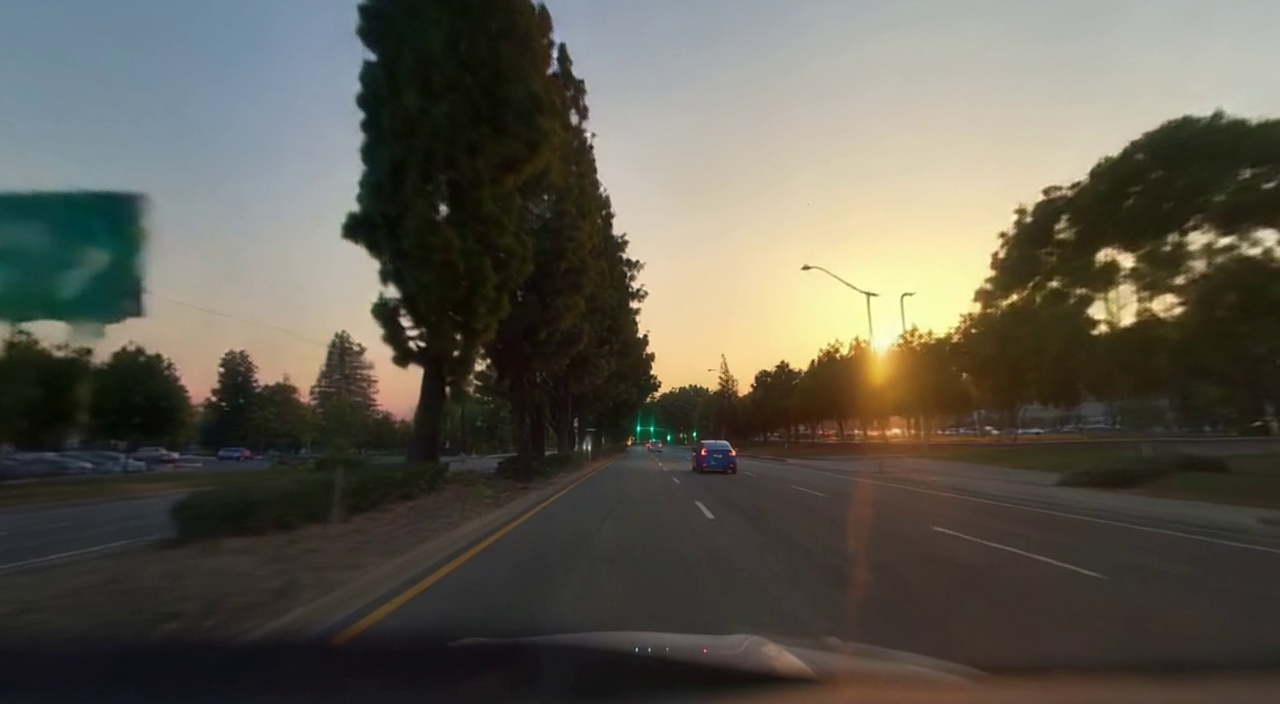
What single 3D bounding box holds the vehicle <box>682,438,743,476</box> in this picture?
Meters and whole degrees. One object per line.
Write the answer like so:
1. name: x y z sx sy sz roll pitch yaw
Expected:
1. vehicle: 3.053 4.516 27.364 2.056 1.483 4.091 0 -8 -1
